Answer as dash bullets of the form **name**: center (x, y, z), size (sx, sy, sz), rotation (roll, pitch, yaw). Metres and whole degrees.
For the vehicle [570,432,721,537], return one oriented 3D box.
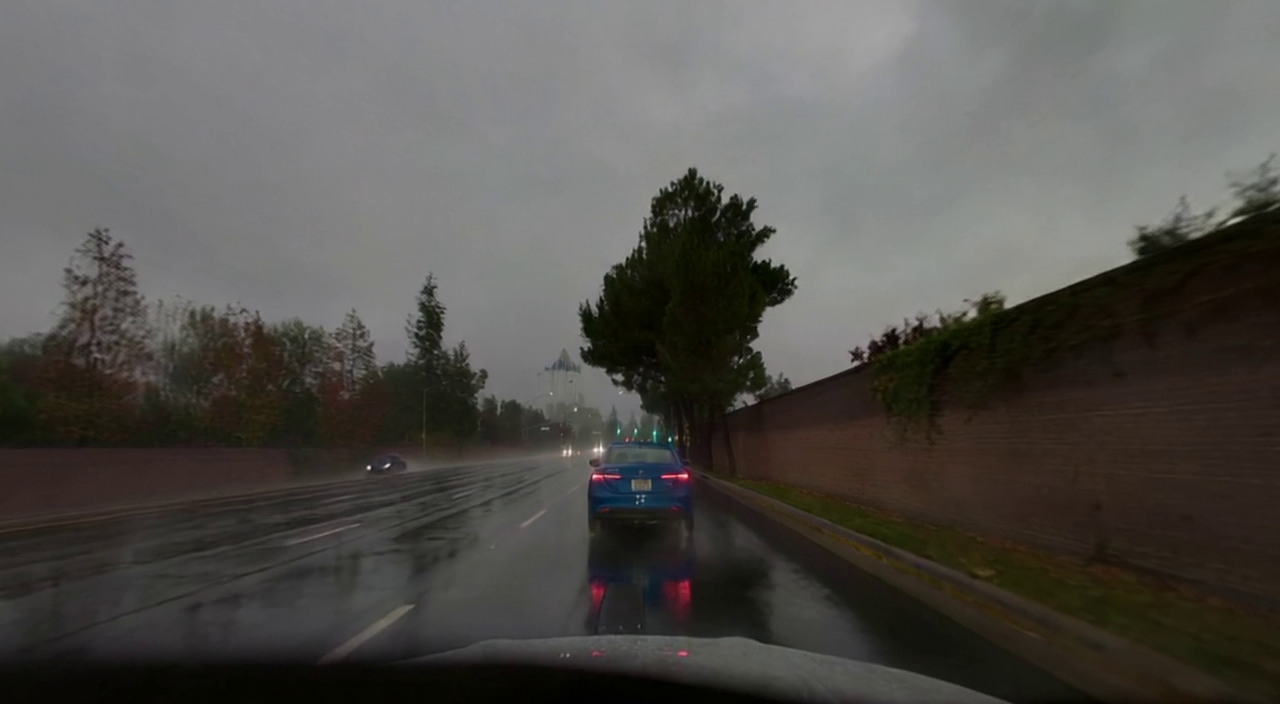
- **vehicle**: center (0.063, 2.254, 11.415), size (2.205, 1.509, 4.272), rotation (0, -8, -1)
